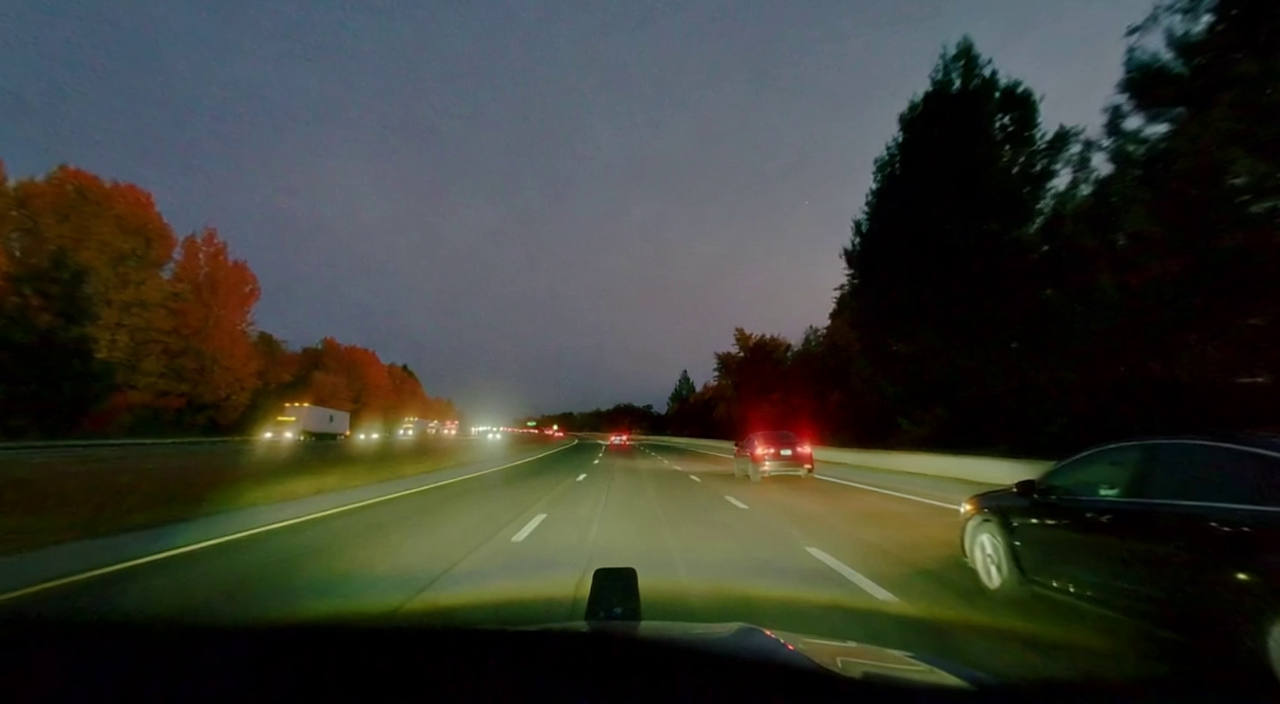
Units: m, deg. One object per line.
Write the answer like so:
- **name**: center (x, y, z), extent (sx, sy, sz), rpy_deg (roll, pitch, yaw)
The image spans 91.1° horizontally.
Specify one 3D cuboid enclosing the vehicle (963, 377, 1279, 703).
- **vehicle**: center (3.663, 0.928, 2.804), extent (2.123, 1.577, 4.299), rpy_deg (0, -8, 0)
